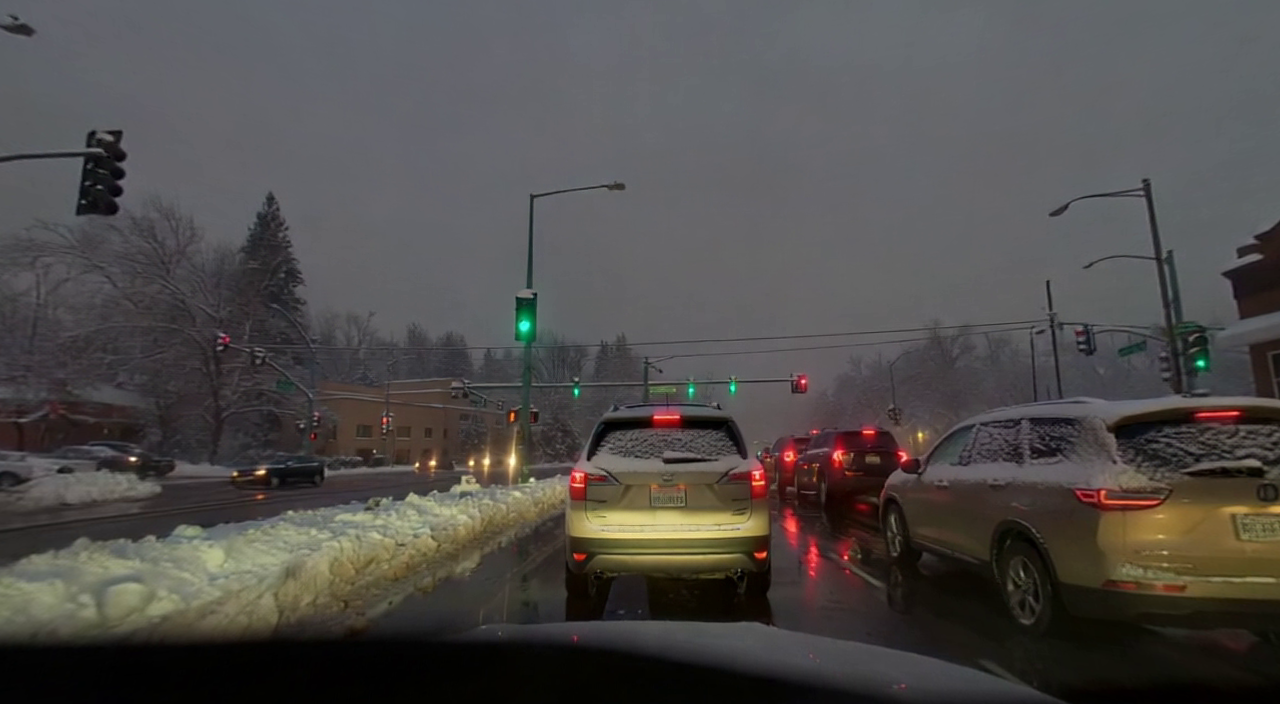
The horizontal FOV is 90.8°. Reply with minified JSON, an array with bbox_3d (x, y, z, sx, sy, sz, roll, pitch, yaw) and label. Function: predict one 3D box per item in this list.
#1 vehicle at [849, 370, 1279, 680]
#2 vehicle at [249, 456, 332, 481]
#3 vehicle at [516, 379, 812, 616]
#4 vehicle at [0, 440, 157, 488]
[{"bbox_3d":[3.562,1.270,5.689,2.018,1.701,4.288,0,-9,2],"label":"vehicle"},{"bbox_3d":[-21.977,7.300,39.773,4.255,1.444,1.864,6,-11,-37],"label":"vehicle"},{"bbox_3d":[0.229,1.465,7.209,2.292,1.840,4.394,0,-9,1],"label":"vehicle"},{"bbox_3d":[-24.575,4.842,27.542,5.062,1.946,2.243,0,-9,-1],"label":"vehicle"}]
